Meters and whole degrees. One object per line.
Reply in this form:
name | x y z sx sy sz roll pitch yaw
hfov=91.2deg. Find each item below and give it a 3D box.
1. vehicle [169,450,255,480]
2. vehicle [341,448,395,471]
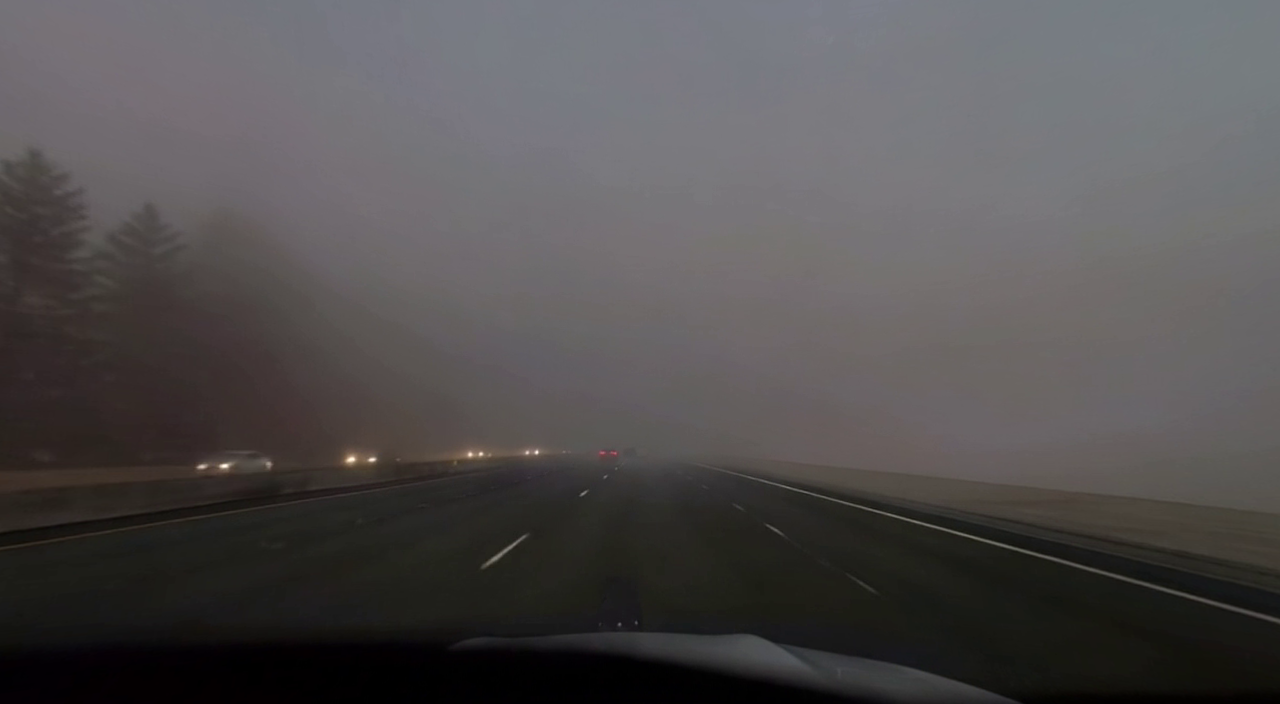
vehicle | -22.763 6.018 33.498 1.878 1.477 3.769 0 -9 1
vehicle | -19.113 7.570 44.301 1.888 1.540 4.204 0 -9 1
